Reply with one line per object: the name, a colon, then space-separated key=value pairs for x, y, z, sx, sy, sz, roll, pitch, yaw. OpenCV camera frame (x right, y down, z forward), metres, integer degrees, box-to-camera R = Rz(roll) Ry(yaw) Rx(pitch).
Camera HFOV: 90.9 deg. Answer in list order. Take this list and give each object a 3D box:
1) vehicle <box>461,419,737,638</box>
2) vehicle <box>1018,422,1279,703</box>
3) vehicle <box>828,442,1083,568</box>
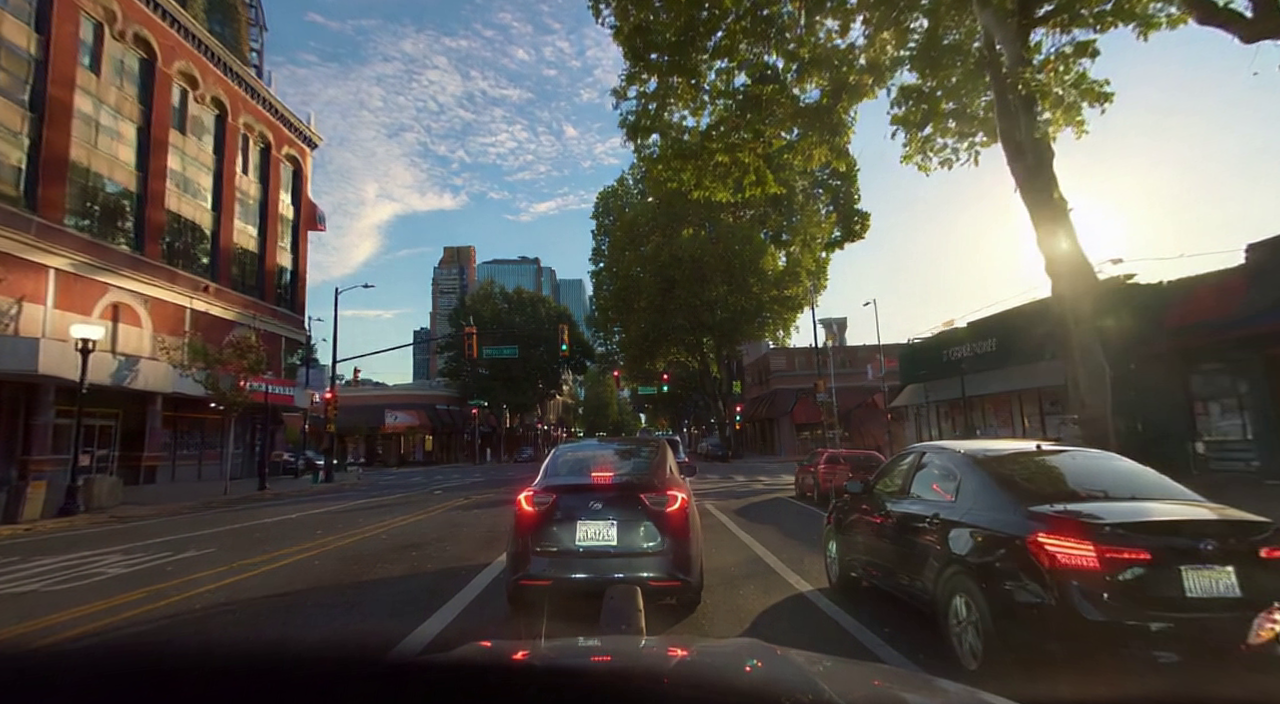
vehicle: x=-0.283 y=1.494 z=6.257 sx=1.888 sy=1.489 sz=3.703 roll=0 pitch=-8 yaw=0
vehicle: x=3.177 y=0.828 z=1.110 sx=2.006 sy=1.496 sz=4.767 roll=0 pitch=-9 yaw=-1
vehicle: x=4.538 y=2.210 z=10.048 sx=1.912 sy=1.505 sz=4.618 roll=-1 pitch=-8 yaw=4
